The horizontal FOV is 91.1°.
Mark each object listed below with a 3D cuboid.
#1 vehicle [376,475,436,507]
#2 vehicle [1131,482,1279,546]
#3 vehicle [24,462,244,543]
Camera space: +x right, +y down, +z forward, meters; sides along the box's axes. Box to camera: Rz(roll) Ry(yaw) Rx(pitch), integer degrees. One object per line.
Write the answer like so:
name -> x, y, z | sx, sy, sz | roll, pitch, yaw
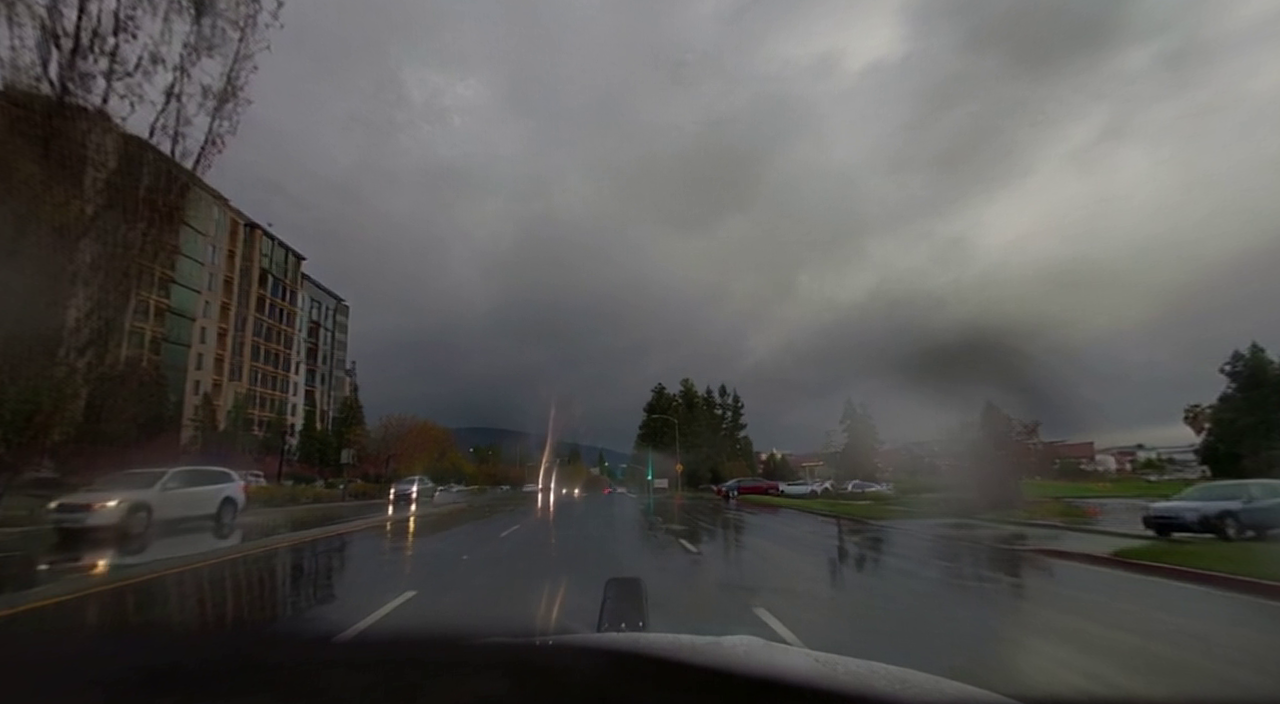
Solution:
vehicle -> -13.749, 8.170, 37.132 | 1.941, 1.511, 4.348 | 0, -8, -2
vehicle -> 16.145, 4.337, 16.940 | 4.030, 1.483, 1.859 | -3, -15, -1
vehicle -> -12.414, 3.661, 15.878 | 2.060, 1.618, 4.203 | 0, -8, -1
